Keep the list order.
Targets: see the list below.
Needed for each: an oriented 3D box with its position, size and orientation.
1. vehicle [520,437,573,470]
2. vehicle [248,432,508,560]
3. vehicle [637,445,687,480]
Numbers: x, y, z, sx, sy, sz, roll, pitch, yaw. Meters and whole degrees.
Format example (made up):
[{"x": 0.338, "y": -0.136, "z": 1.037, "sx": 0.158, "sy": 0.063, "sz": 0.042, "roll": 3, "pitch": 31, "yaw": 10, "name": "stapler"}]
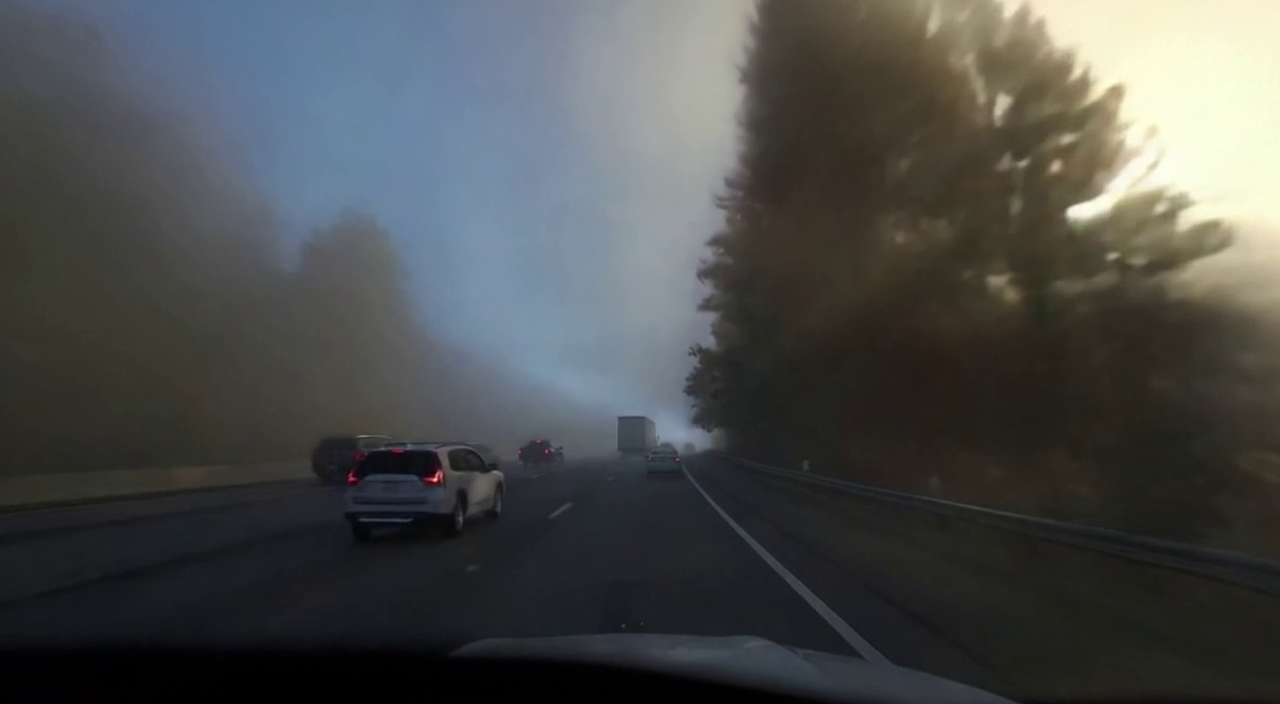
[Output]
[{"x": -5.614, "y": 6.203, "z": 38.627, "sx": 2.142, "sy": 1.833, "sz": 4.854, "roll": -1, "pitch": -9, "yaw": 5, "name": "vehicle"}, {"x": -3.571, "y": 2.043, "z": 9.765, "sx": 1.916, "sy": 1.486, "sz": 4.631, "roll": 0, "pitch": -9, "yaw": 2, "name": "vehicle"}, {"x": 0.968, "y": 4.681, "z": 26.865, "sx": 1.984, "sy": 1.365, "sz": 3.767, "roll": 0, "pitch": -9, "yaw": 3, "name": "vehicle"}]
